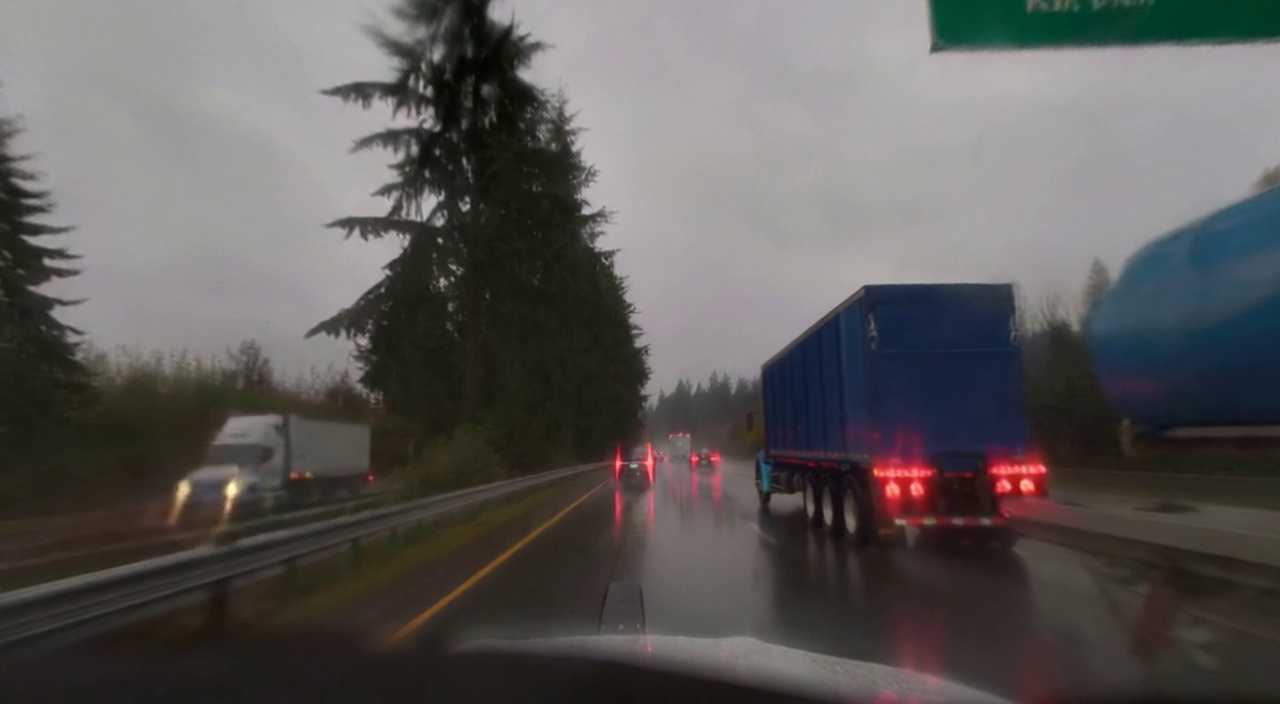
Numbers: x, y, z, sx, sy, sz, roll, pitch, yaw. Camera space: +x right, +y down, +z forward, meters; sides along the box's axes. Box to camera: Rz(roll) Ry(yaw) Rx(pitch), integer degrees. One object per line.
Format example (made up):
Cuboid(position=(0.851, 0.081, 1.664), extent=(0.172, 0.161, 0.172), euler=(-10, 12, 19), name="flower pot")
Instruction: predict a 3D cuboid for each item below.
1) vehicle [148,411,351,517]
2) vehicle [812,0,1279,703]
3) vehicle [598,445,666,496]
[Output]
Cuboid(position=(-12.148, 3.486, 20.501), extent=(2.375, 2.798, 6.597), euler=(-2, -8, 0), name="vehicle")
Cuboid(position=(3.915, 0.107, 3.322), extent=(2.694, 3.453, 11.641), euler=(0, -9, 0), name="vehicle")
Cuboid(position=(-0.224, 3.835, 20.674), extent=(2.003, 1.490, 3.636), euler=(0, -9, 0), name="vehicle")
